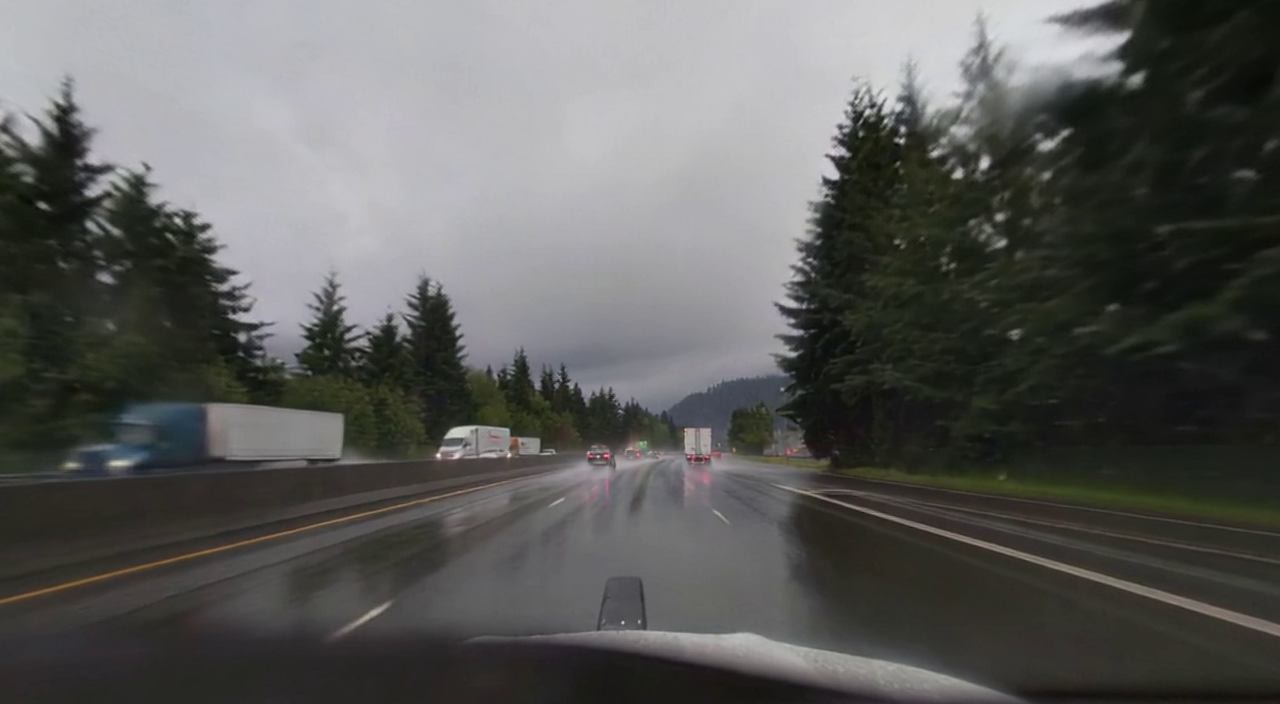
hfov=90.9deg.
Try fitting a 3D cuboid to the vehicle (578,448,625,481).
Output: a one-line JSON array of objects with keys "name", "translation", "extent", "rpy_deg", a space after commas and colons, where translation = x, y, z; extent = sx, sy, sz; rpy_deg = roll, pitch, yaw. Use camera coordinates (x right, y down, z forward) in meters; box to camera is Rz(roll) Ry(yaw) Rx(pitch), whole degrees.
[{"name": "vehicle", "translation": [-1.855, 5.663, 31.958], "extent": [2.035, 1.513, 4.272], "rpy_deg": [-1, -9, 1]}]

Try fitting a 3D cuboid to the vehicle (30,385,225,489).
[{"name": "vehicle", "translation": [-21.866, 3.767, 27.505], "extent": [2.968, 3.964, 6.130], "rpy_deg": [-1, -9, 2]}]
